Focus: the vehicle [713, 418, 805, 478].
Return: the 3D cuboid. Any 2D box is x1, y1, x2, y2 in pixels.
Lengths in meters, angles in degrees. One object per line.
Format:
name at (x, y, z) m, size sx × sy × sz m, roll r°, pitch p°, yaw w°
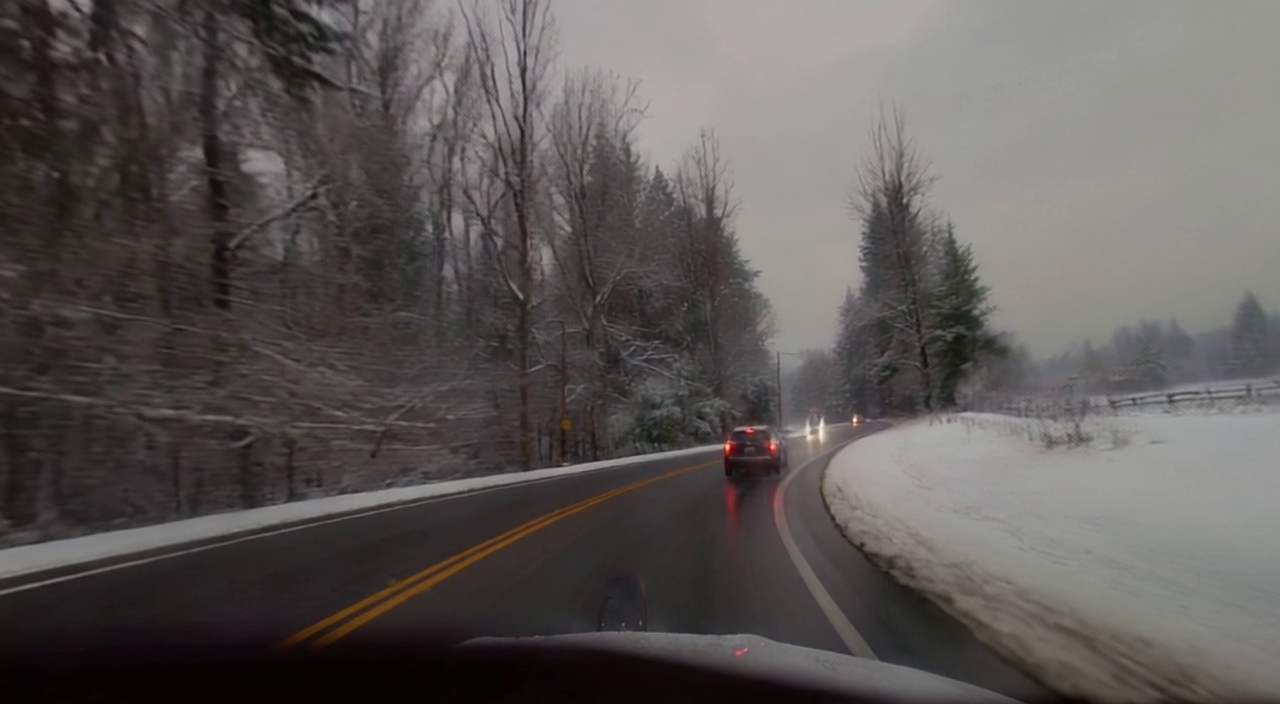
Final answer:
vehicle at (3.733, 2.890, 19.184) m, size 2.274 × 1.583 × 4.349 m, roll -3°, pitch -9°, yaw 16°
